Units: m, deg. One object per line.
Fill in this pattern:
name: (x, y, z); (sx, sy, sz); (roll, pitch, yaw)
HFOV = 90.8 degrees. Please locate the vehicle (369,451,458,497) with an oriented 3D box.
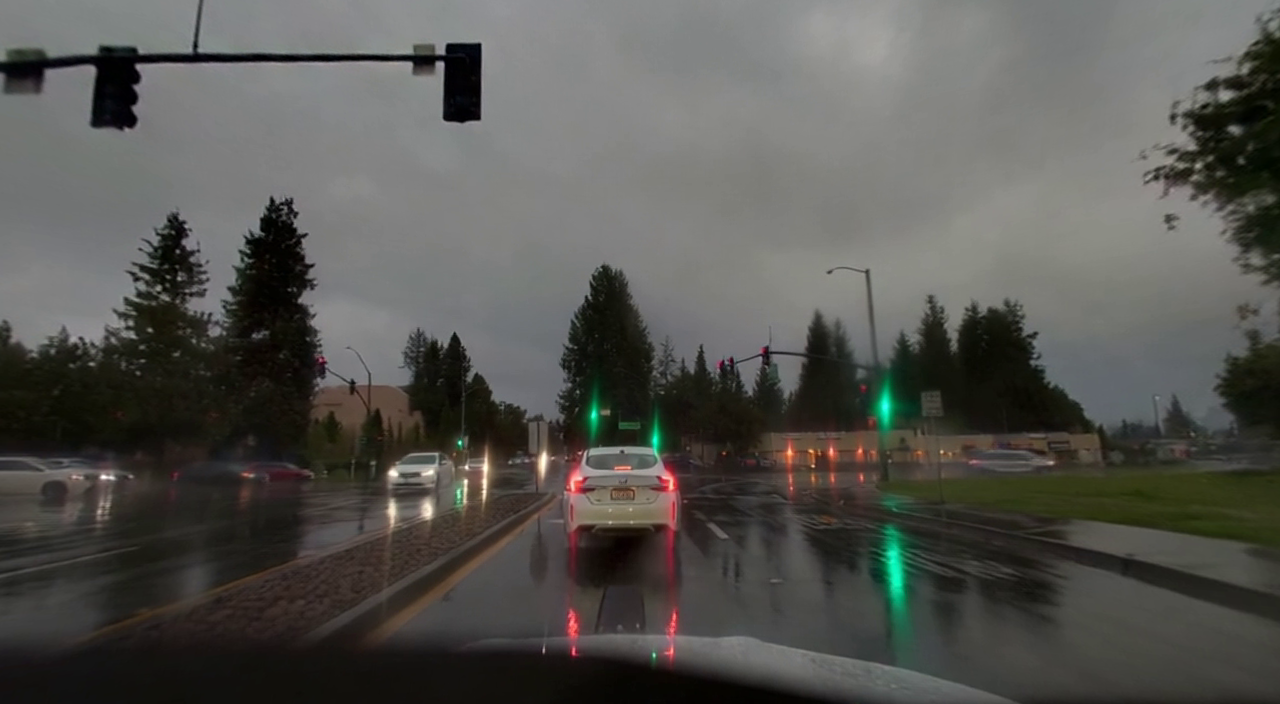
vehicle: (-7.952, 4.287, 22.673); (2.073, 1.459, 4.495); (1, -9, -8)

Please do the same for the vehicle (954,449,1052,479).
vehicle: (19.521, 5.978, 33.974); (4.601, 1.485, 1.929); (3, -9, -19)

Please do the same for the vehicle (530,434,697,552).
vehicle: (-0.370, 2.125, 10.201); (2.112, 1.479, 4.264); (0, -9, -1)

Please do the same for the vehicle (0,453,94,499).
vehicle: (-25.759, 5.002, 25.687); (4.877, 1.754, 1.978); (2, -9, -13)

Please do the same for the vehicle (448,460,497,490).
vehicle: (-9.790, 7.182, 37.210); (2.078, 1.534, 4.646); (1, -9, -6)

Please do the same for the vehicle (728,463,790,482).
vehicle: (9.070, 9.175, 48.257); (4.254, 1.359, 1.895); (2, -9, -15)

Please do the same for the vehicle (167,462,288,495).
vehicle: (-20.062, 6.140, 30.929); (4.548, 1.449, 1.802); (2, -9, -13)
